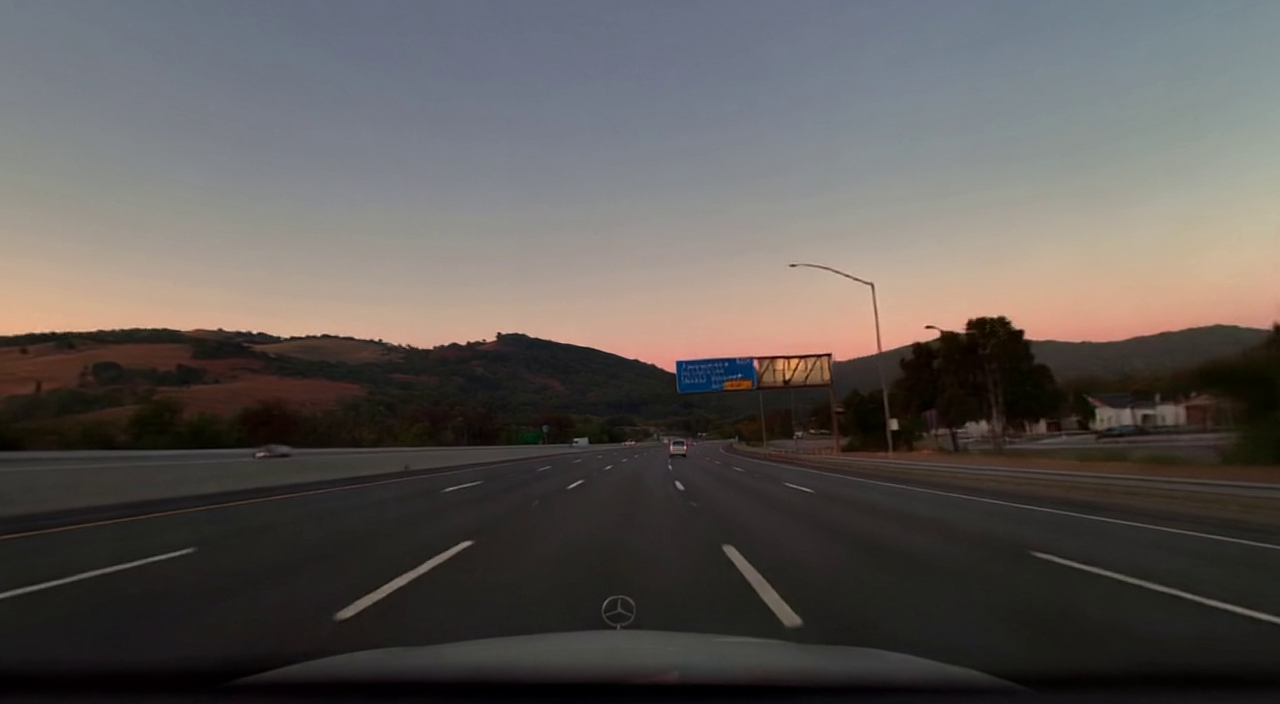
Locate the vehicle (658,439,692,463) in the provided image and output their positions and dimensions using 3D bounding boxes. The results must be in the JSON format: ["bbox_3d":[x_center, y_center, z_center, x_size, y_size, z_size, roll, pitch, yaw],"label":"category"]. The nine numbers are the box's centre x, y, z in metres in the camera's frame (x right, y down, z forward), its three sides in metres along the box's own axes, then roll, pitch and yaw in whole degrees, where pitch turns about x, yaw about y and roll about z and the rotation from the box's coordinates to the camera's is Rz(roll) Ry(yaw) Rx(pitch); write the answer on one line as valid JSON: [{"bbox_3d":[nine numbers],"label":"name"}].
[{"bbox_3d":[2.589,7.419,47.500,2.224,1.738,4.376,0,-9,-1],"label":"vehicle"}]
